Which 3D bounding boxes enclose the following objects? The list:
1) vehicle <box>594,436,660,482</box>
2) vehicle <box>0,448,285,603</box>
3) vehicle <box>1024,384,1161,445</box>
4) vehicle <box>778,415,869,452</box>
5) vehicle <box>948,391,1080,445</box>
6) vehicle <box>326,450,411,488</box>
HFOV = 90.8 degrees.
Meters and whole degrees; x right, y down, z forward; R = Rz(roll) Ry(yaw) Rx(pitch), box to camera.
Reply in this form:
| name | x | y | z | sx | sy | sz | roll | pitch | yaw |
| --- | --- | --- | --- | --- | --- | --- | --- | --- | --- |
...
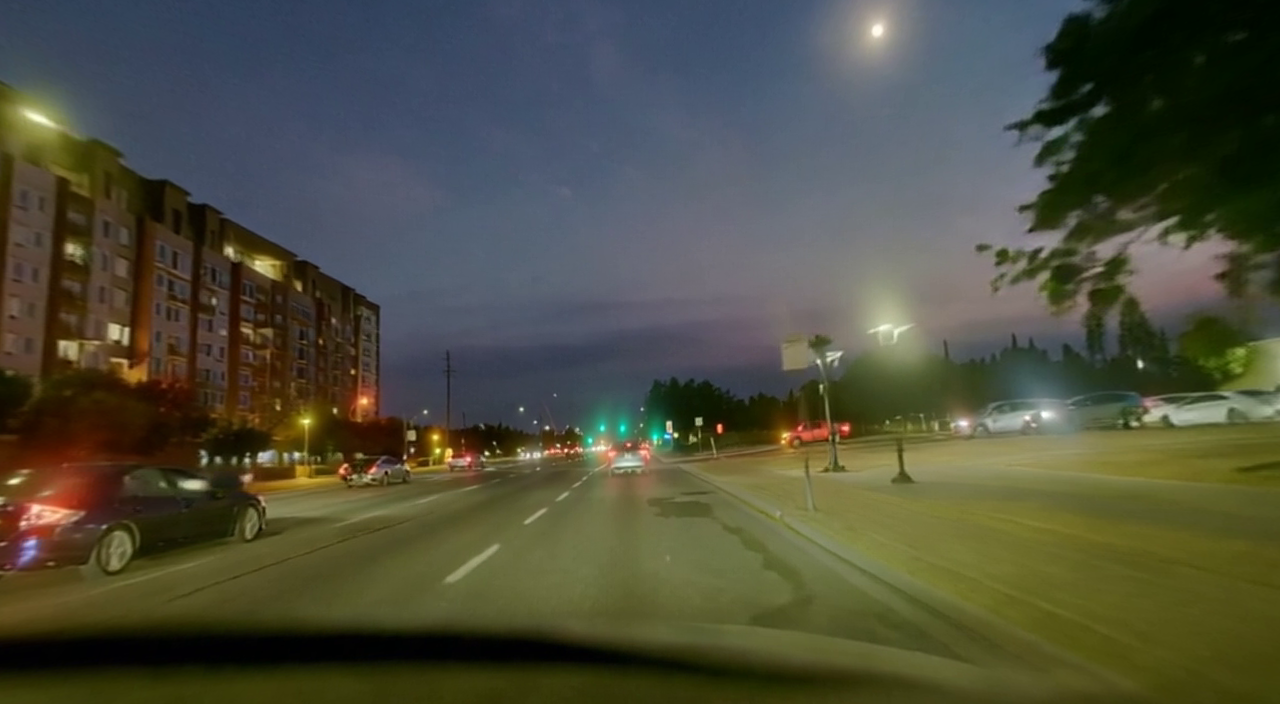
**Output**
| name | x | y | z | sx | sy | sz | roll | pitch | yaw |
| --- | --- | --- | --- | --- | --- | --- | --- | --- | --- |
| vehicle | -0.459 | 3.760 | 22.477 | 2.099 | 1.469 | 4.389 | 0 | -8 | -1 |
| vehicle | -7.025 | 2.035 | 8.448 | 1.906 | 1.449 | 4.576 | 0 | -8 | 0 |
| vehicle | 18.552 | 2.680 | 26.231 | 2.002 | 2.015 | 4.254 | -8 | -8 | -6 |
| vehicle | 12.635 | 5.618 | 43.827 | 5.253 | 2.014 | 2.666 | -5 | -6 | -5 |
| vehicle | 15.753 | 2.921 | 27.051 | 2.395 | 2.028 | 5.135 | 0 | -9 | -1 |
| vehicle | -11.774 | 5.074 | 27.739 | 2.024 | 1.484 | 4.592 | 1 | -8 | -5 |
